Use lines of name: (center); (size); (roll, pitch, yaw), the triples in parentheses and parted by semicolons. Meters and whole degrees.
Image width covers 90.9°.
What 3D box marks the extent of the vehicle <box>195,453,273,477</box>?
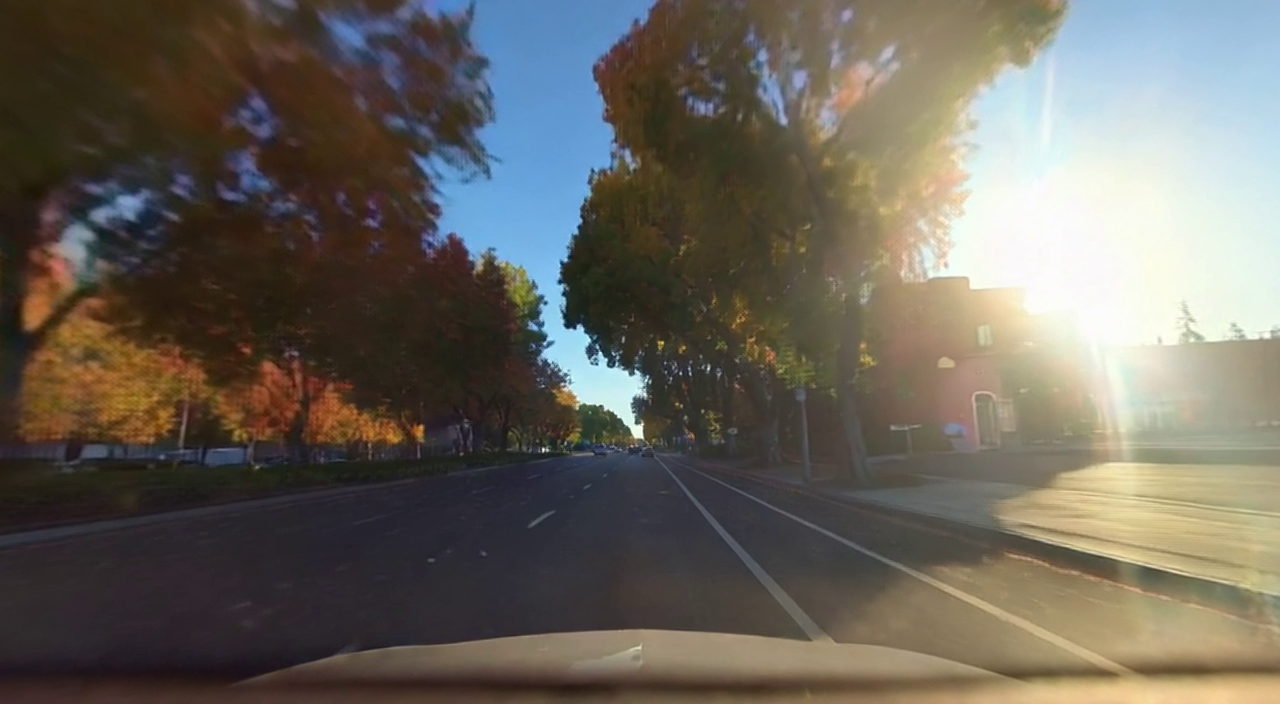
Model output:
vehicle: (-26.593, 7.399, 41.508); (2.007, 1.430, 4.583); (0, -9, 1)
